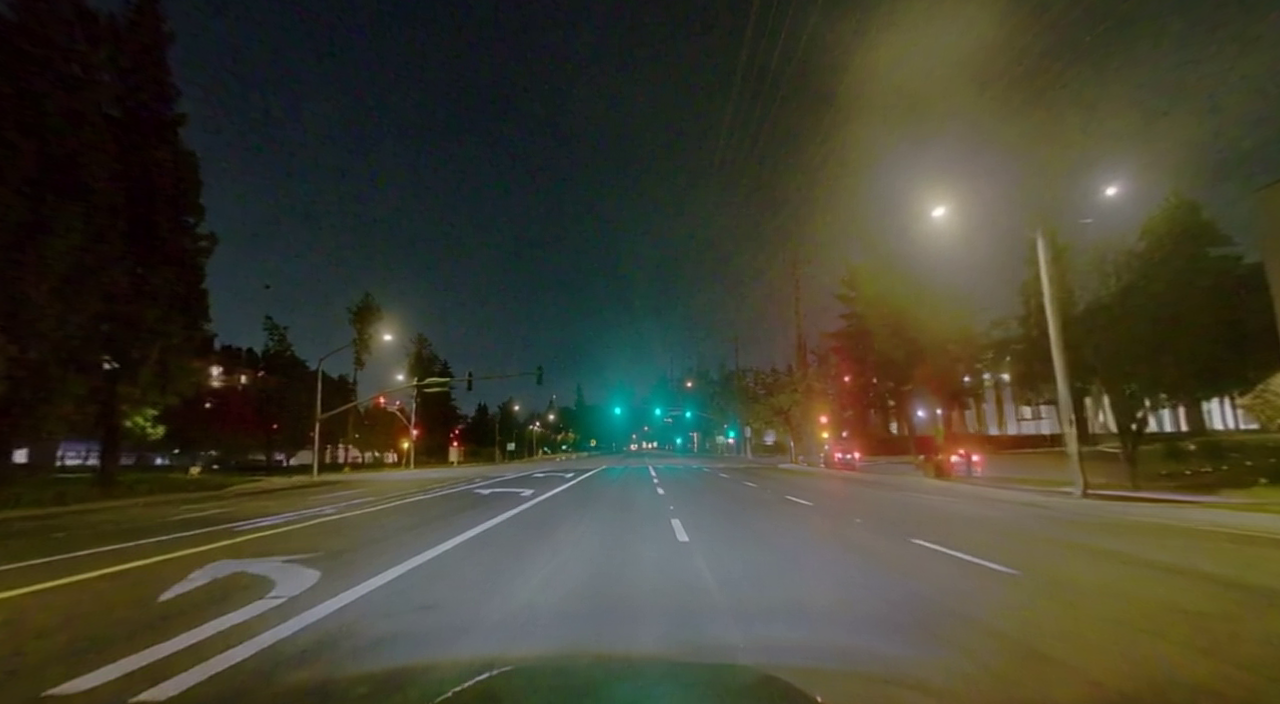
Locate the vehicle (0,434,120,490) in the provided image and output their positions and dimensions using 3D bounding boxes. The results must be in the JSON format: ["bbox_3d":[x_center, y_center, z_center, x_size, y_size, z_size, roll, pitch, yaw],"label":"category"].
[{"bbox_3d":[-42.666,7.724,44.912,2.967,3.537,10.275,0,-9,-2],"label":"vehicle"}]
